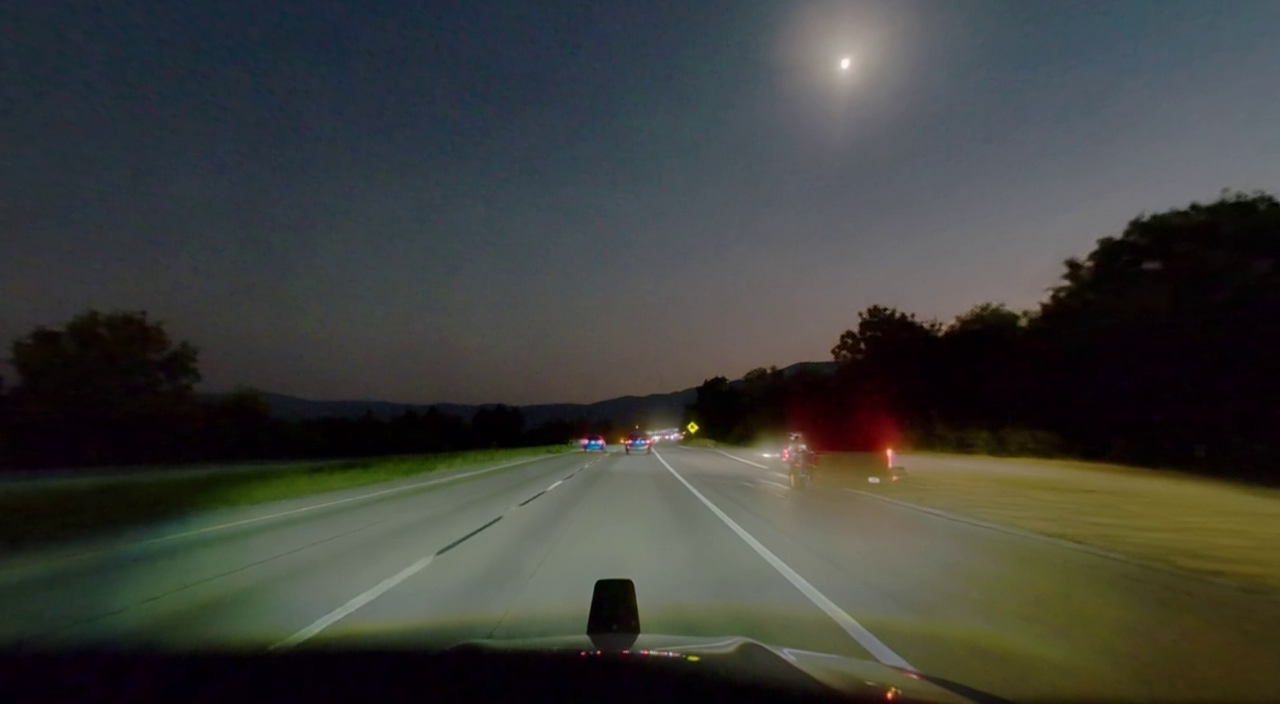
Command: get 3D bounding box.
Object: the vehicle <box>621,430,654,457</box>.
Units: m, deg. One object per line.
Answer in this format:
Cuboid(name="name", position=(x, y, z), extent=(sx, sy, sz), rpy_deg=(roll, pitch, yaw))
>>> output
Cuboid(name="vehicle", position=(-0.189, 5.945, 41.014), extent=(2.041, 1.618, 3.898), rpy_deg=(0, -8, -1))
